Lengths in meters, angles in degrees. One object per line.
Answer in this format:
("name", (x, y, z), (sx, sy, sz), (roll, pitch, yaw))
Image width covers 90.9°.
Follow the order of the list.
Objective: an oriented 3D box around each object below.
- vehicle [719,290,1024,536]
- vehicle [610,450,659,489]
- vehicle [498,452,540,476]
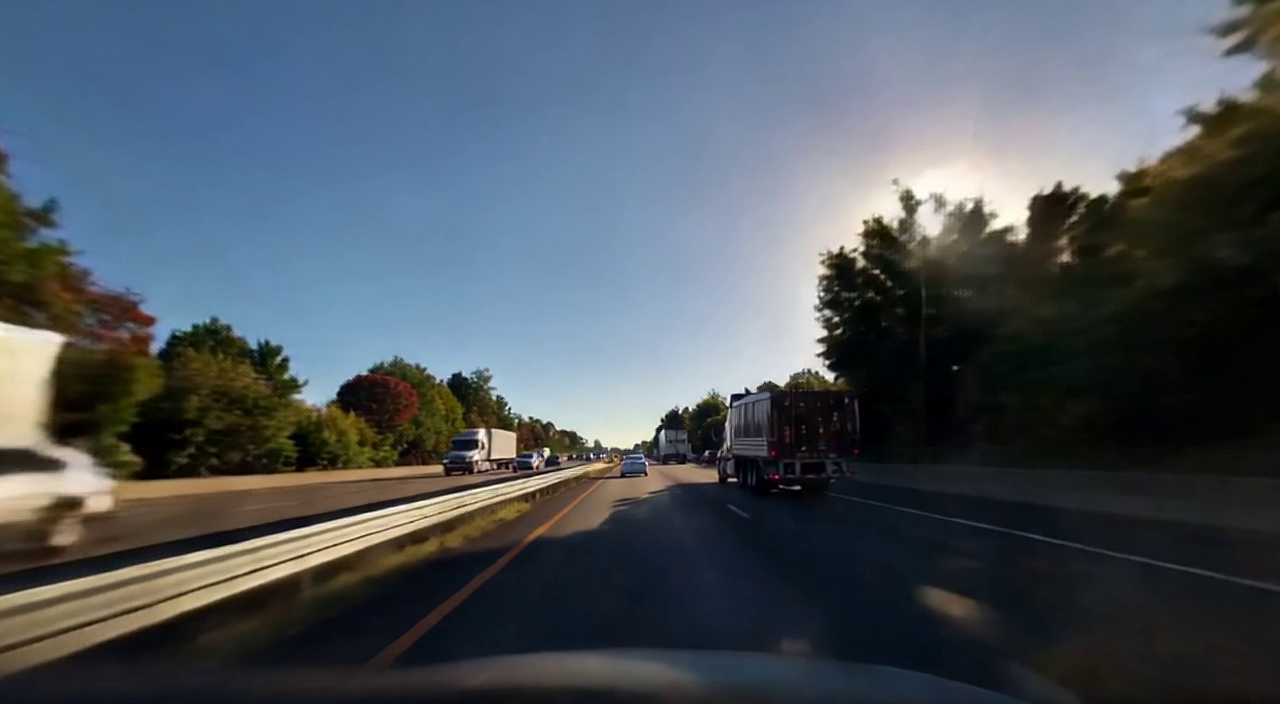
("vehicle", (4.625, 2.032, 17.340), (2.842, 4.060, 13.939), (0, -9, -1))
("vehicle", (-0.226, 4.946, 26.812), (1.939, 1.495, 3.612), (0, -9, -1))
("vehicle", (-8.626, 8.005, 45.365), (2.065, 1.558, 5.029), (0, -9, 0))
